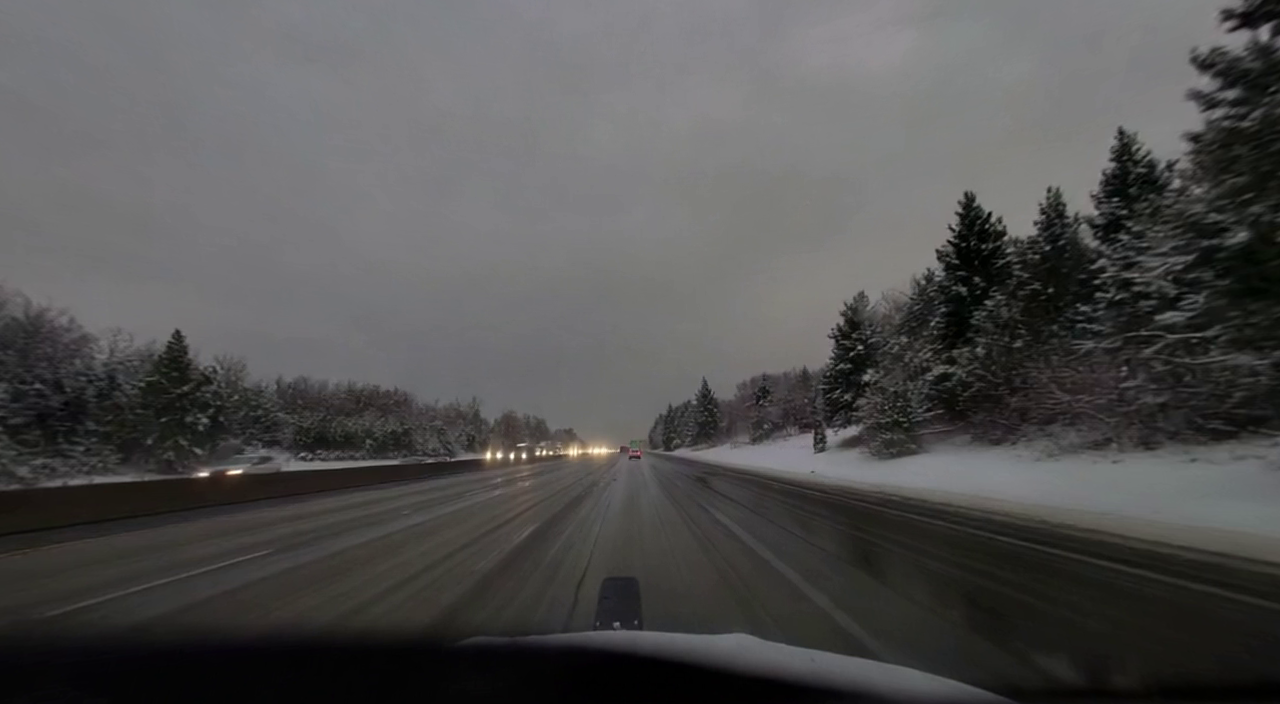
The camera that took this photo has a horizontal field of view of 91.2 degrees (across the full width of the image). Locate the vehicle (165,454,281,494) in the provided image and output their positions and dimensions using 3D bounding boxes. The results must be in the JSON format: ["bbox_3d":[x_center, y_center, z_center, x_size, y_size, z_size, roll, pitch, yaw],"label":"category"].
[{"bbox_3d":[-18.273,5.309,27.759,1.907,1.561,4.611,0,-9,1],"label":"vehicle"}]
